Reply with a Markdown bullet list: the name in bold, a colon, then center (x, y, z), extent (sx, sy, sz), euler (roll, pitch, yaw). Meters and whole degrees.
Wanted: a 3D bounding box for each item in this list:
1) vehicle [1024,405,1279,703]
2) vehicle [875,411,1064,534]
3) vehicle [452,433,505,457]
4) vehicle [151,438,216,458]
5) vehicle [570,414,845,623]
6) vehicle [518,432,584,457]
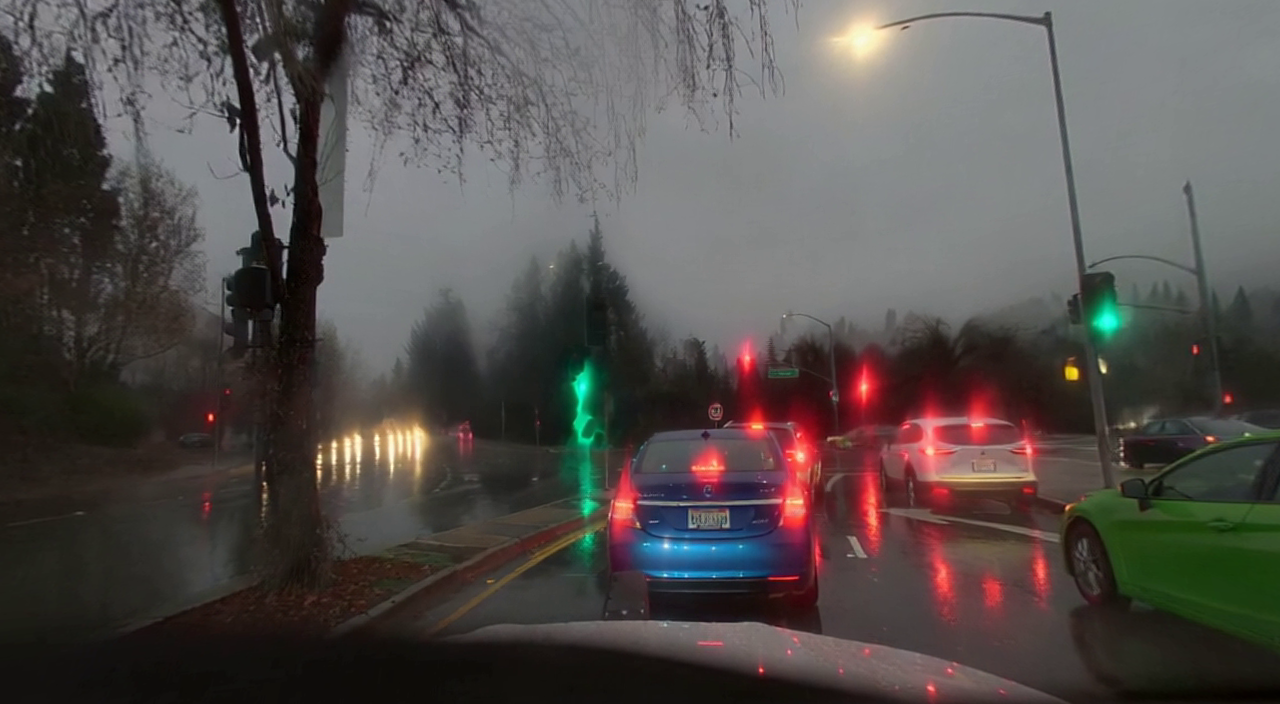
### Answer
- **vehicle**: center (4.249, 1.061, 3.367), extent (1.954, 1.508, 4.441), euler (-1, -8, 6)
- **vehicle**: center (5.547, 2.045, 11.286), extent (2.102, 1.717, 4.373), euler (-2, -9, 16)
- **vehicle**: center (-12.435, 7.128, 48.200), extent (1.972, 1.705, 4.457), euler (8, -11, -44)
- **vehicle**: center (-35.352, 7.445, 48.657), extent (1.652, 1.433, 3.733), euler (-7, -11, 40)
- **vehicle**: center (0.863, 1.499, 6.687), extent (2.052, 1.483, 3.928), euler (-2, -8, 12)
- **vehicle**: center (-5.941, 6.109, 41.549), extent (1.932, 1.573, 4.509), euler (8, -12, -44)
